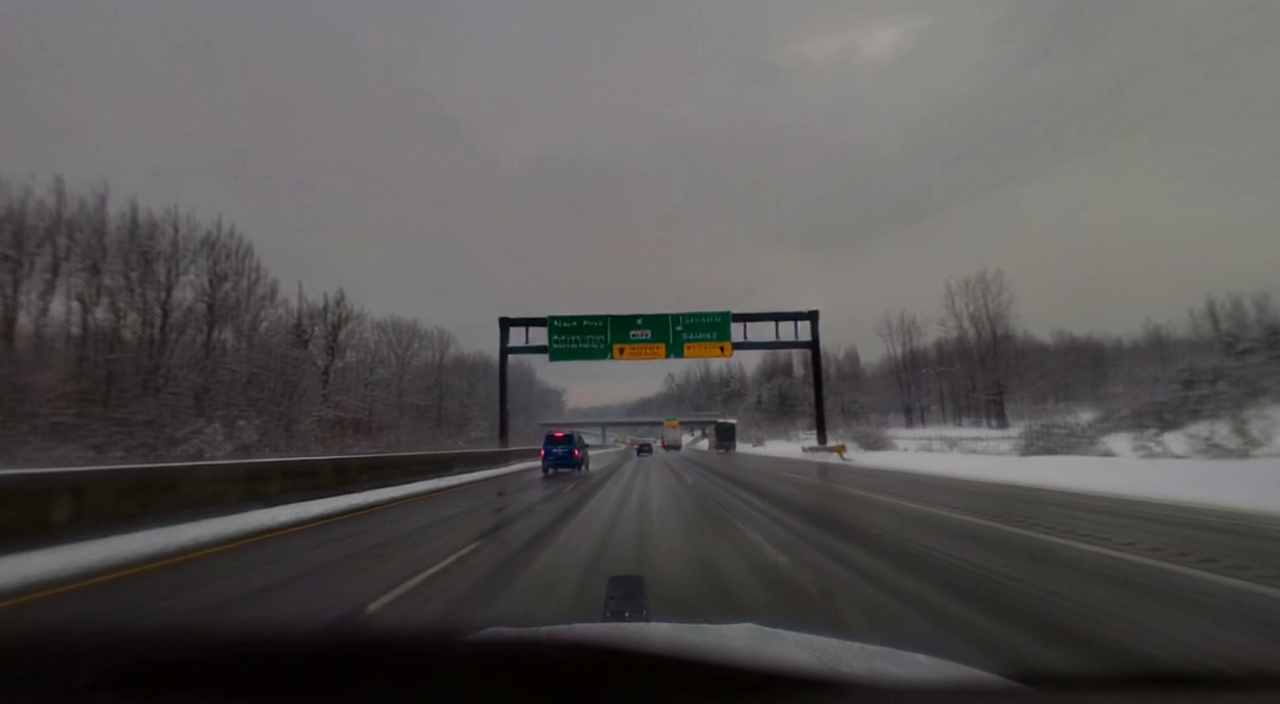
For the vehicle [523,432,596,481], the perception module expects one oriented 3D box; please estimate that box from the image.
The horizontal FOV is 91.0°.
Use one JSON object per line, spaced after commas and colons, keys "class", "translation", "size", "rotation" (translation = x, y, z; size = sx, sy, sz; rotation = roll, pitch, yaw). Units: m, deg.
{"class": "vehicle", "translation": [-3.009, 4.017, 24.422], "size": [2.177, 1.707, 4.432], "rotation": [0, -8, 1]}
